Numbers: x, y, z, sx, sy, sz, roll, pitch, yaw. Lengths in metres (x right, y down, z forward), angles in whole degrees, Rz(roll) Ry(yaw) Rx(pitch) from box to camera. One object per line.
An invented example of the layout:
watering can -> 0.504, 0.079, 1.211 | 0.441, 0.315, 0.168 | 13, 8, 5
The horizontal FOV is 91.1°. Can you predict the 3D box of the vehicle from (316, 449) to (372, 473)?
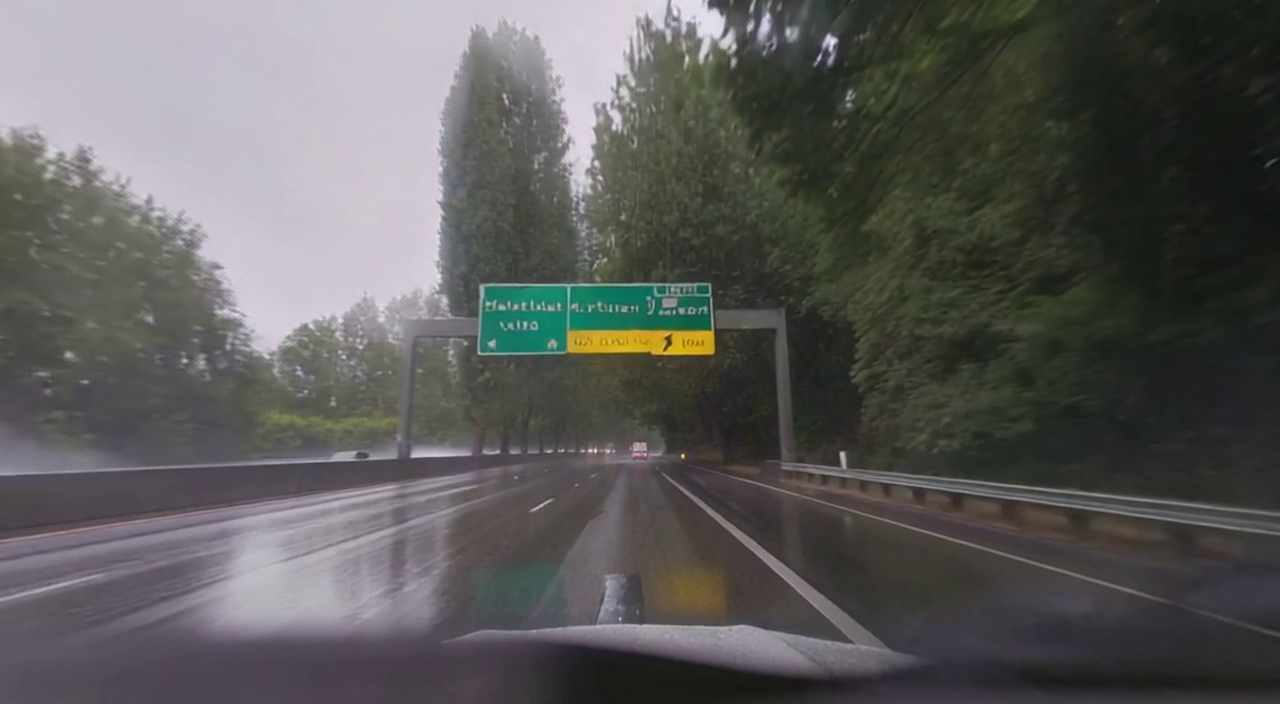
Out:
vehicle -> -20.227, 7.475, 43.193 | 1.801, 1.543, 4.283 | 0, -9, 0
